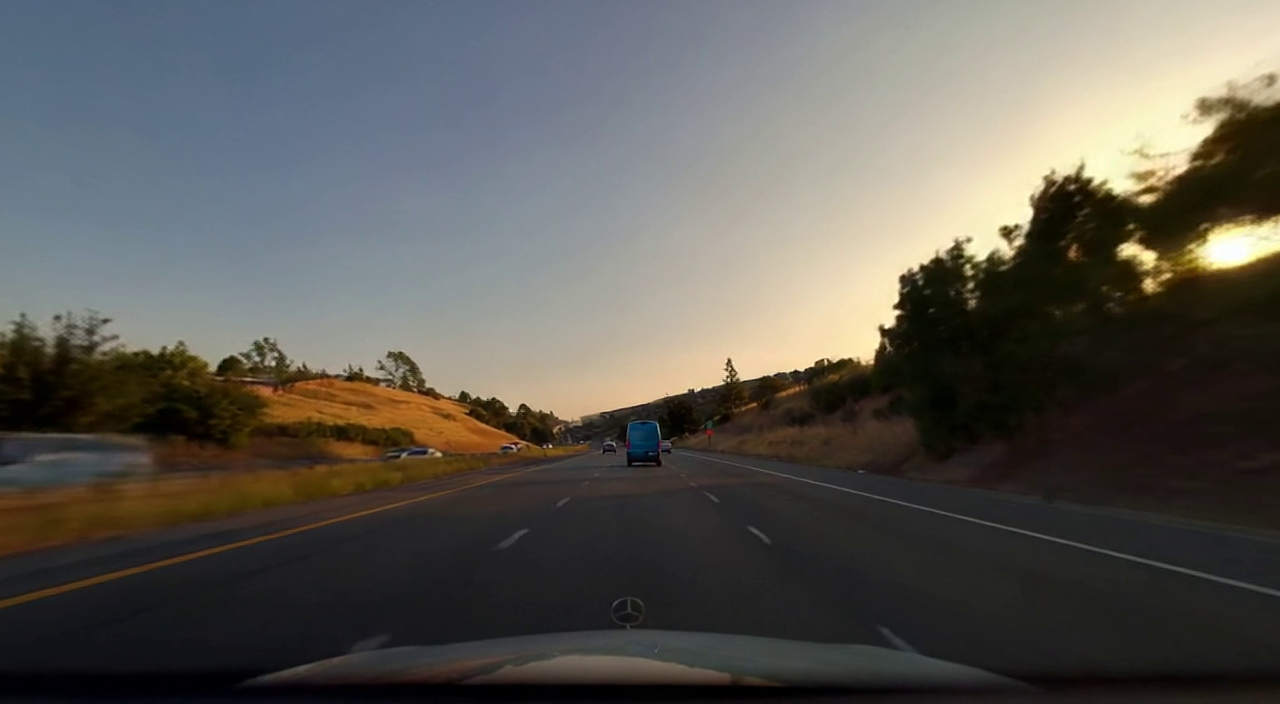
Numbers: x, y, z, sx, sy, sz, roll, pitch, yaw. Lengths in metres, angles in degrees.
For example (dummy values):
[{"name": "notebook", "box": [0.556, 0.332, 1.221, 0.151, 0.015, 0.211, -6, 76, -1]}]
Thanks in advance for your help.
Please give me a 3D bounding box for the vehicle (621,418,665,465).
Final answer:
[{"name": "vehicle", "box": [0.136, 5.195, 36.401, 2.329, 2.483, 5.428, 0, -8, 0]}]
